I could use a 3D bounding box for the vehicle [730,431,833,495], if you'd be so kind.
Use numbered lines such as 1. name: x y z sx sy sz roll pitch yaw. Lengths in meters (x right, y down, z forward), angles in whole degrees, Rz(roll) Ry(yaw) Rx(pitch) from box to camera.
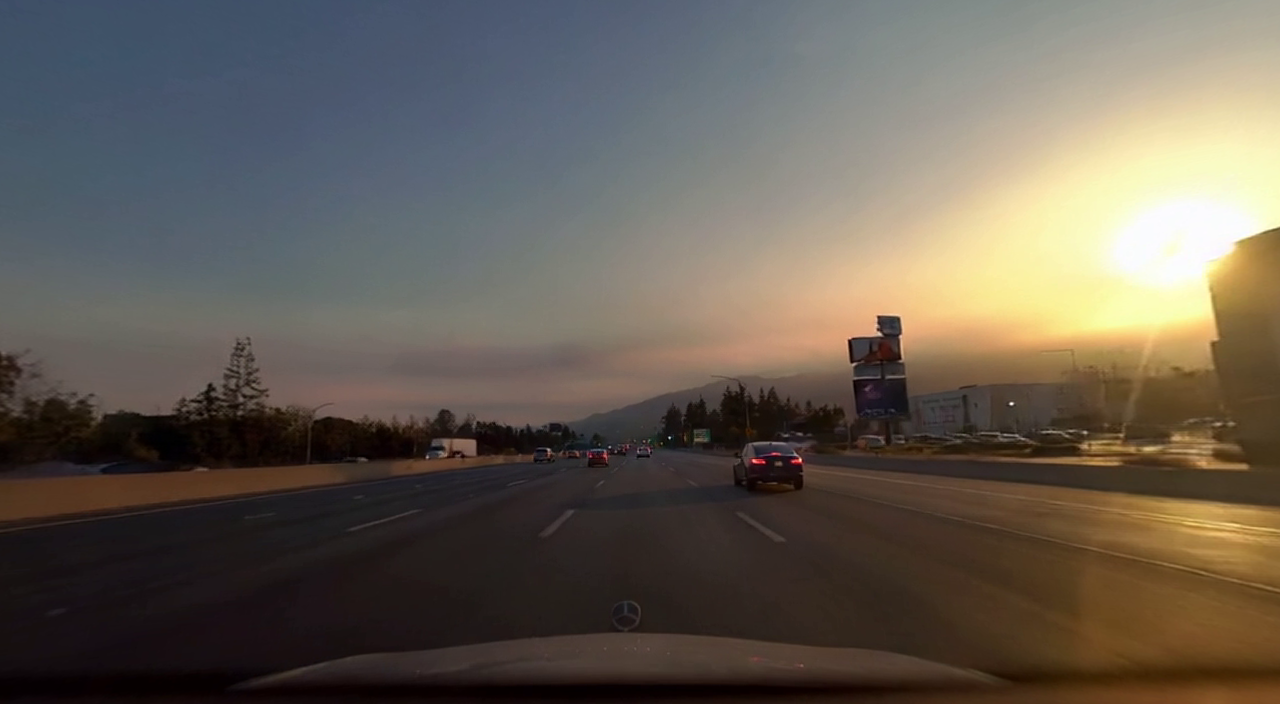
1. vehicle: 4.318 3.485 20.092 2.109 1.764 4.704 0 -9 -1

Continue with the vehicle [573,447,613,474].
1. vehicle: -2.818 6.606 38.692 2.139 1.510 4.506 -1 -9 0

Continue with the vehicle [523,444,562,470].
1. vehicle: -7.318 7.930 47.751 2.112 1.813 4.716 -1 -9 1
